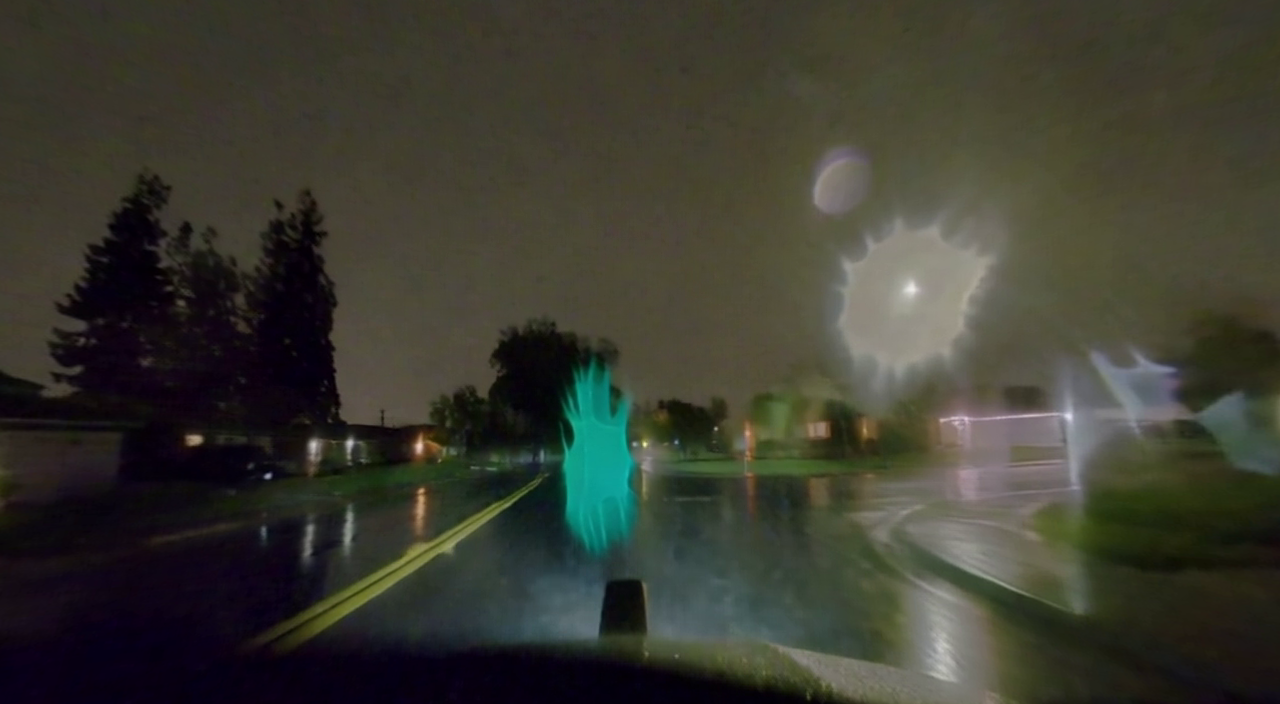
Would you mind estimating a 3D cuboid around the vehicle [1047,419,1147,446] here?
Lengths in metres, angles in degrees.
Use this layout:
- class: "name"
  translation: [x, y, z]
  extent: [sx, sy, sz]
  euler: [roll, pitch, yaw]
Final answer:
- class: "vehicle"
  translation: [26.974, 4.844, 37.462]
  extent: [1.845, 1.450, 4.991]
  euler: [2, -8, -7]

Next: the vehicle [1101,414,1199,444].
- class: "vehicle"
  translation: [30.179, 4.645, 37.481]
  extent: [1.794, 1.635, 4.469]
  euler: [-1, -8, -5]

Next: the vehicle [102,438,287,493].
- class: "vehicle"
  translation: [-15.633, 3.981, 22.395]
  extent: [4.837, 1.785, 2.115]
  euler: [0, -8, -5]
